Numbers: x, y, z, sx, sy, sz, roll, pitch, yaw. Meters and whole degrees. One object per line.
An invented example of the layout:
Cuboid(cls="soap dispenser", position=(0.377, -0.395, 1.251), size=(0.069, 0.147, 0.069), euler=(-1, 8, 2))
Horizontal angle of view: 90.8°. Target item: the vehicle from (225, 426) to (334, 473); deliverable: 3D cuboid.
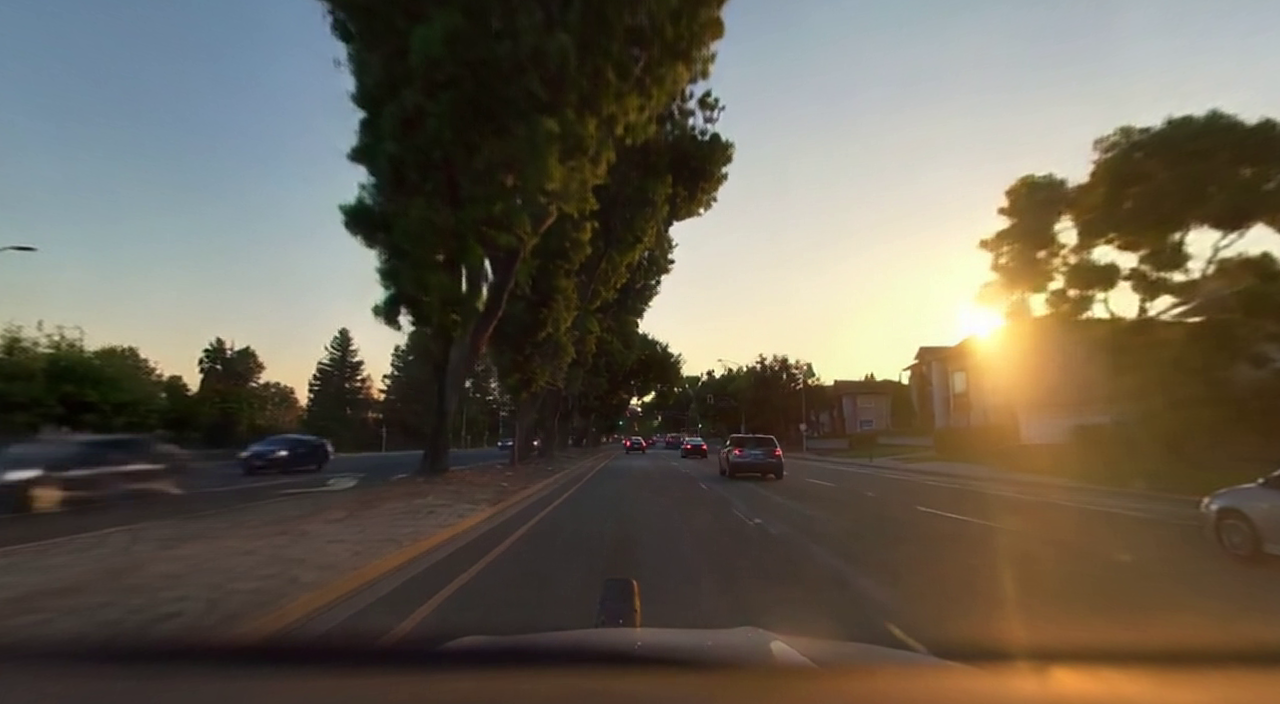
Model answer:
Cuboid(cls="vehicle", position=(-16.135, 4.404, 28.672), size=(2.026, 1.911, 4.933), euler=(0, -8, 0))

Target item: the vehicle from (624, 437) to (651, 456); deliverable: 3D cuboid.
Cuboid(cls="vehicle", position=(-0.225, 7.463, 49.881), size=(1.988, 1.418, 4.214), euler=(0, -8, -1))

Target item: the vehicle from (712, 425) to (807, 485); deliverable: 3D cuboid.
Cuboid(cls="vehicle", position=(3.939, 3.511, 21.762), size=(2.209, 1.813, 4.724), euler=(0, -8, -2))

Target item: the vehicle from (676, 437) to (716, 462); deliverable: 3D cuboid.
Cuboid(cls="vehicle", position=(3.476, 6.159, 39.960), size=(2.064, 1.474, 4.389), euler=(0, -8, -1))

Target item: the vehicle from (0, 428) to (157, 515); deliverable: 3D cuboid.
Cuboid(cls="vehicle", position=(-12.034, 2.249, 12.183), size=(1.938, 1.487, 4.442), euler=(0, -8, 0))
